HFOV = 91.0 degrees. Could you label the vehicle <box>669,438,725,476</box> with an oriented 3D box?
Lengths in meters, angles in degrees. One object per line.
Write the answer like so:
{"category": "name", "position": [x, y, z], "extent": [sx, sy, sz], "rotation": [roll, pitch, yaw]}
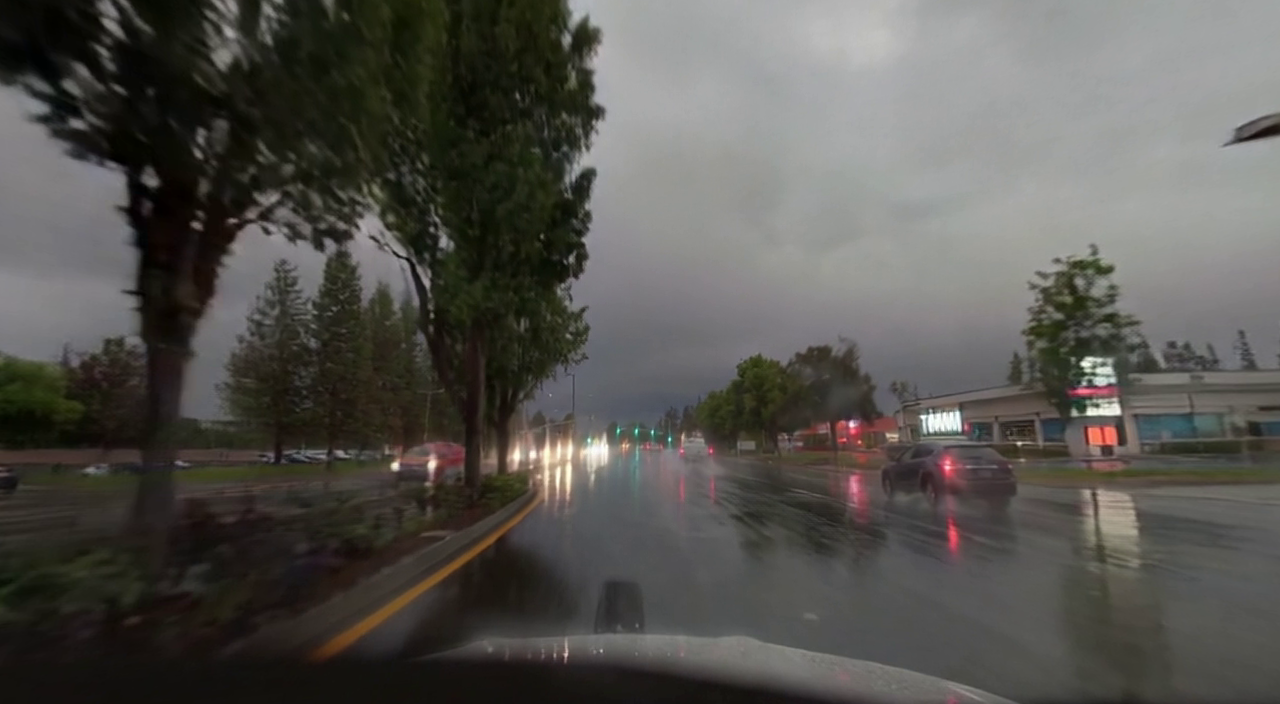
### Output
{"category": "vehicle", "position": [2.605, 4.920, 29.697], "extent": [2.161, 1.676, 4.151], "rotation": [0, -9, -1]}

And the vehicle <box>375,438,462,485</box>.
{"category": "vehicle", "position": [-9.416, 4.682, 27.251], "extent": [2.118, 1.838, 4.737], "rotation": [0, -9, -1]}

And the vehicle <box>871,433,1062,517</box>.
{"category": "vehicle", "position": [6.829, 2.595, 13.792], "extent": [1.886, 1.528, 4.169], "rotation": [0, -9, -1]}
